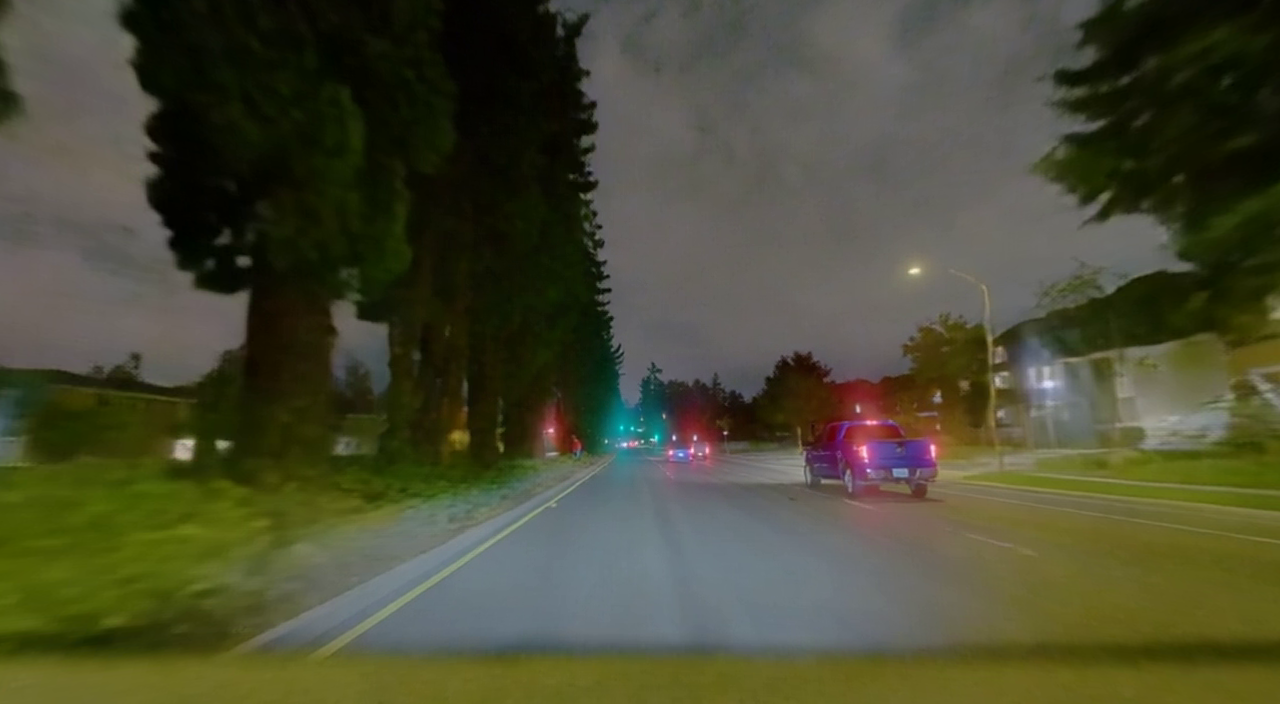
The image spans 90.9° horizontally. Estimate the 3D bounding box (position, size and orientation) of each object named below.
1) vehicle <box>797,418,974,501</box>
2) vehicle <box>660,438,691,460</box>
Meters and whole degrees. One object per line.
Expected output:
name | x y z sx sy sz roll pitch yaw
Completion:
vehicle | 6.041 2.746 16.539 2.262 1.769 5.666 0 -8 -1
vehicle | 2.750 7.633 49.850 2.061 1.632 4.222 0 -8 -2
